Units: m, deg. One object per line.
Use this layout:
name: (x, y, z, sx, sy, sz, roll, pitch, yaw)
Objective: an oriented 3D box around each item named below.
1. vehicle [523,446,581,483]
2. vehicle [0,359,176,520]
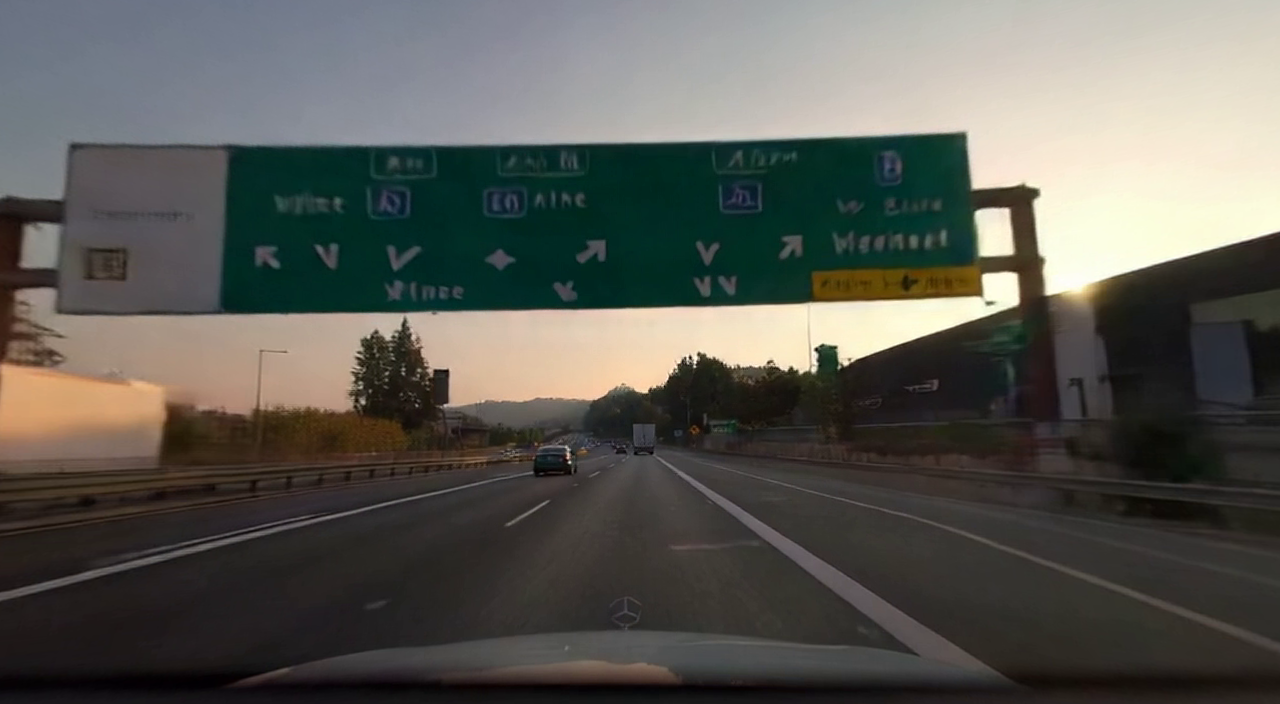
vehicle: (-3.733, 4.860, 27.535, 1.886, 1.465, 4.119, 0, -9, 1)
vehicle: (-17.487, 2.467, 17.425, 2.916, 3.983, 8.272, 0, -9, 0)
